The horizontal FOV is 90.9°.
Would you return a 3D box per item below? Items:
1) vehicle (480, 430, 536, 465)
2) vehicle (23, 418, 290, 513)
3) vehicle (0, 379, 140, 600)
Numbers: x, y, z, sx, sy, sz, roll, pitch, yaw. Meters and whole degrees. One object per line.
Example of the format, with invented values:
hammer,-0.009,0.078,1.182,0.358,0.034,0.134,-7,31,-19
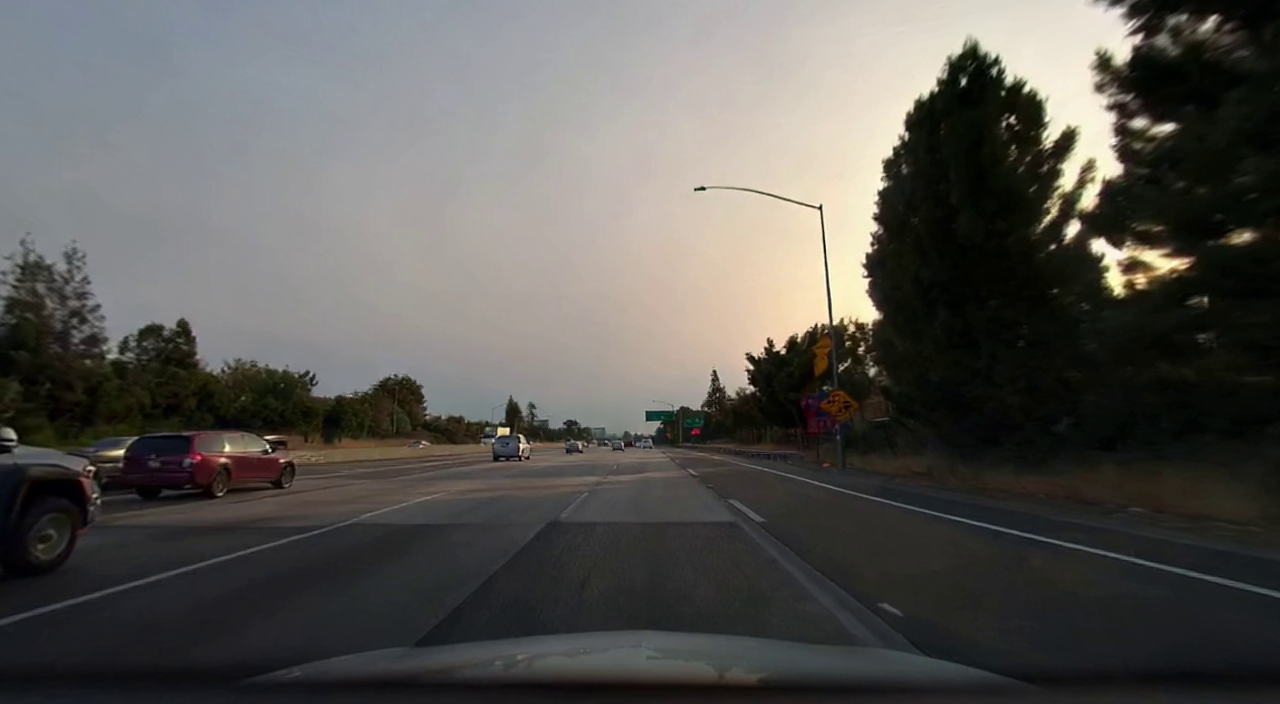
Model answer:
vehicle,-6.880,5.029,33.313,2.009,1.735,4.358,0,-8,0
vehicle,-9.824,2.336,13.440,2.060,1.662,4.469,0,-8,1
vehicle,-6.401,0.855,3.307,2.403,1.773,6.276,0,-8,0
